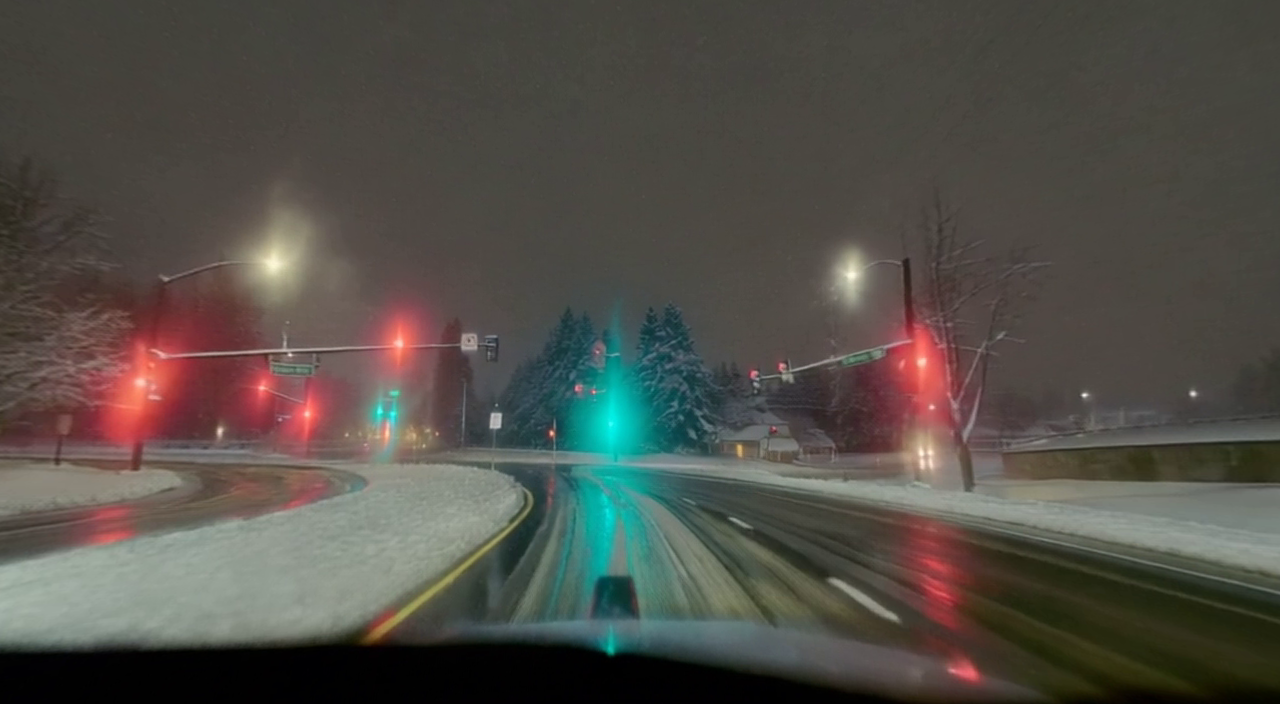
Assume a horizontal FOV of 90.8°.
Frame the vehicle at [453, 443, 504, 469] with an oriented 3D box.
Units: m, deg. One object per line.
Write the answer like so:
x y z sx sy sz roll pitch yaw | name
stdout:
-10.480 6.650 40.676 2.163 1.537 4.368 5 -10 -27 | vehicle
